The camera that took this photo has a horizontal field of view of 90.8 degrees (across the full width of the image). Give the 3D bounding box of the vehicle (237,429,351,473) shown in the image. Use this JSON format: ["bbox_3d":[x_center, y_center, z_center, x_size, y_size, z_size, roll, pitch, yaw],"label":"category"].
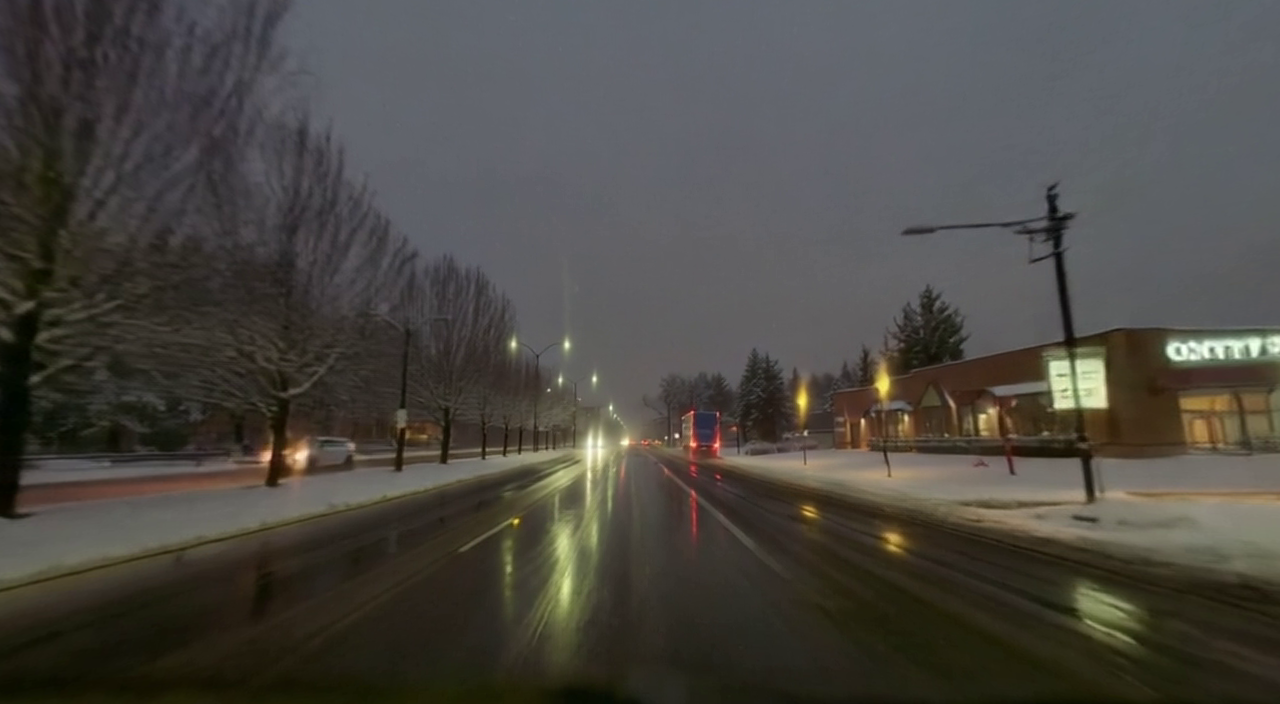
[{"bbox_3d":[-12.582,3.635,23.310,1.887,1.447,4.031,0,-8,0],"label":"vehicle"}]
